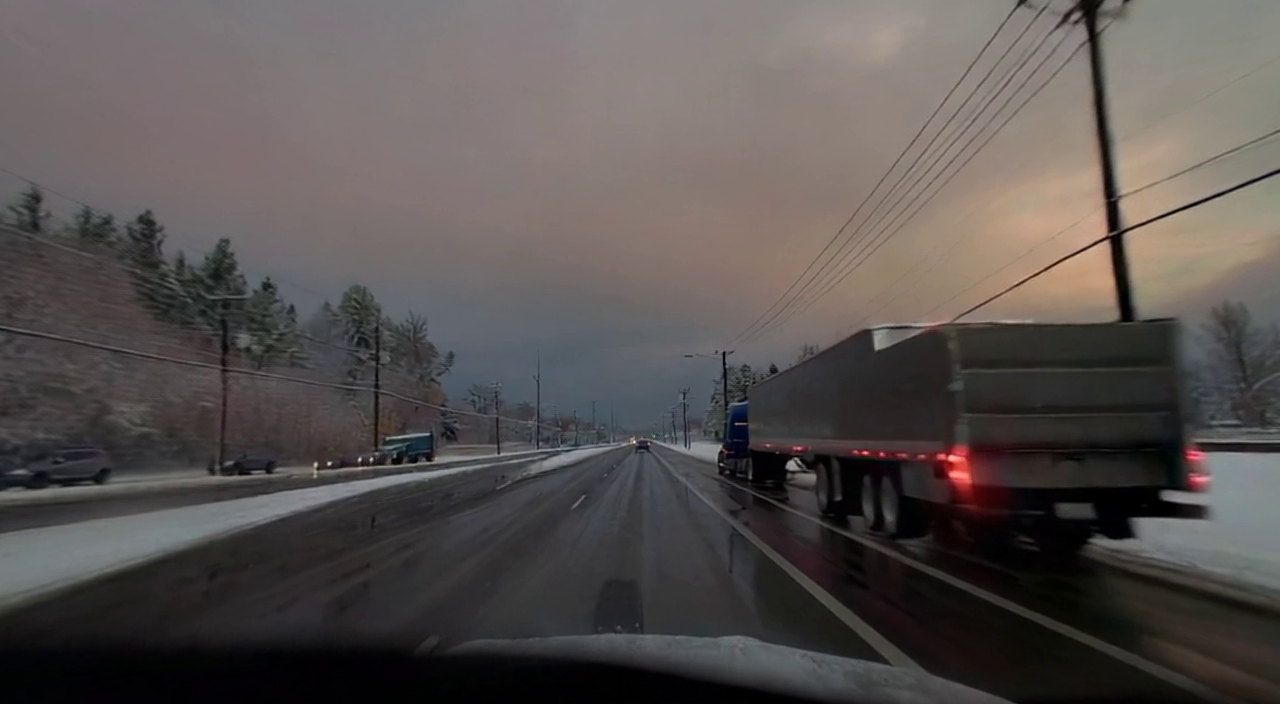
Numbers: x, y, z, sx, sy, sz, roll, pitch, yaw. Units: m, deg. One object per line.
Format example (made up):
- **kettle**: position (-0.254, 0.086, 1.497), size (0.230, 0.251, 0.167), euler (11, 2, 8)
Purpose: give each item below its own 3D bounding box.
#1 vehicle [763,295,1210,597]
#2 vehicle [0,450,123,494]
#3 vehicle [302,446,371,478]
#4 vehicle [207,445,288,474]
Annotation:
- **vehicle**: position (3.960, 1.380, 9.598), size (2.706, 2.880, 7.117), euler (0, -8, 0)
- **vehicle**: position (-25.480, 5.112, 27.306), size (1.950, 1.658, 4.576), euler (0, -8, 5)
- **vehicle**: position (-18.537, 6.694, 38.667), size (1.948, 1.844, 4.235), euler (0, -8, 2)
- **vehicle**: position (-25.398, 6.925, 40.951), size (2.020, 1.763, 4.637), euler (-1, -8, 5)
